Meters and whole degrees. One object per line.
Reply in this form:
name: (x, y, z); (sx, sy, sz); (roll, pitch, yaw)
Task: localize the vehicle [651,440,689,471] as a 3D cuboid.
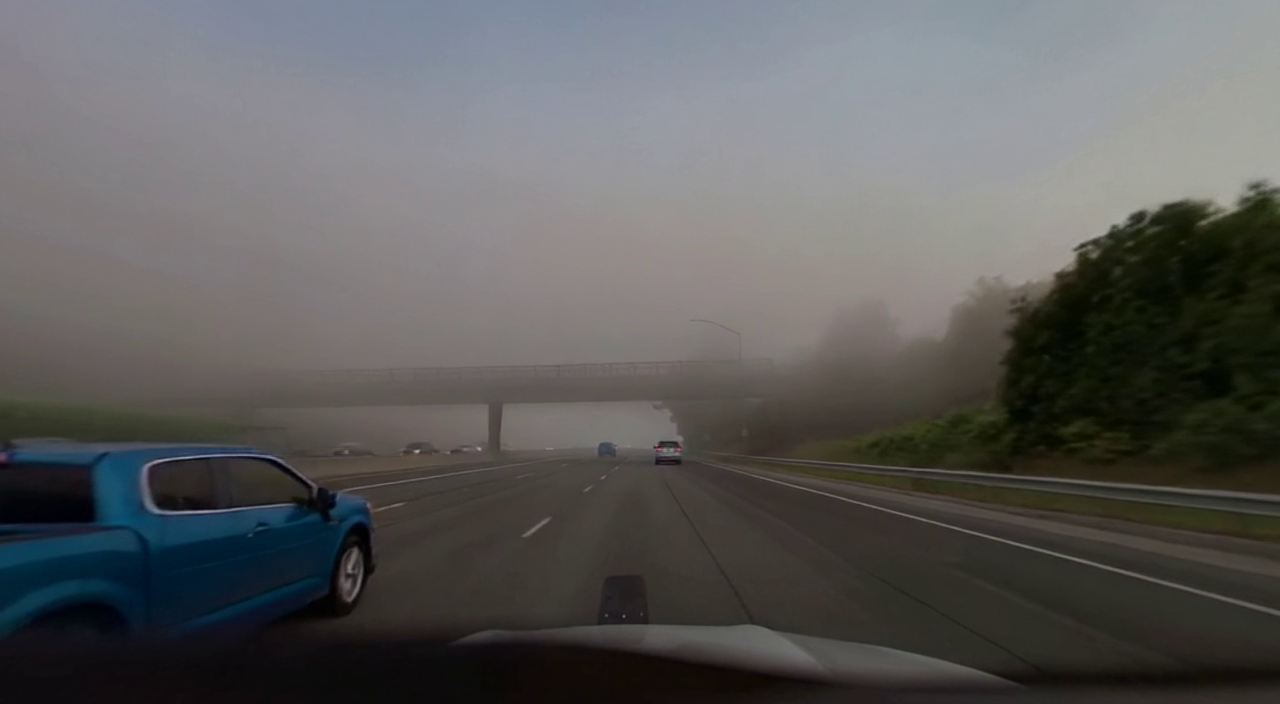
vehicle: (1.626, 5.836, 35.865); (2.010, 1.637, 4.940); (0, -8, 1)
